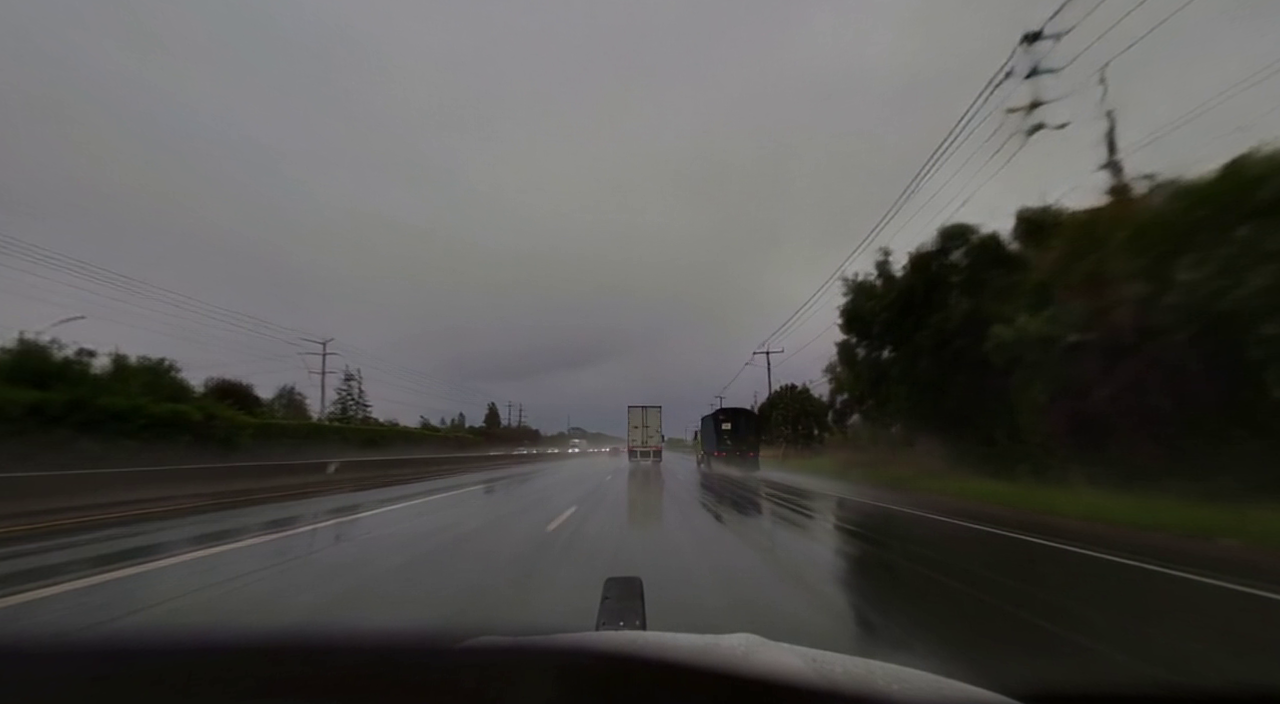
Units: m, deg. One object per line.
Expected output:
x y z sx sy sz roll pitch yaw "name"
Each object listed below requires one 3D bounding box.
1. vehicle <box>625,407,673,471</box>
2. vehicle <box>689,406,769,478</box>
0.615 6.568 46.715 2.997 4.076 13.224 0 -9 0 "vehicle"
4.574 4.966 34.365 2.938 3.378 8.820 0 -9 -1 "vehicle"
